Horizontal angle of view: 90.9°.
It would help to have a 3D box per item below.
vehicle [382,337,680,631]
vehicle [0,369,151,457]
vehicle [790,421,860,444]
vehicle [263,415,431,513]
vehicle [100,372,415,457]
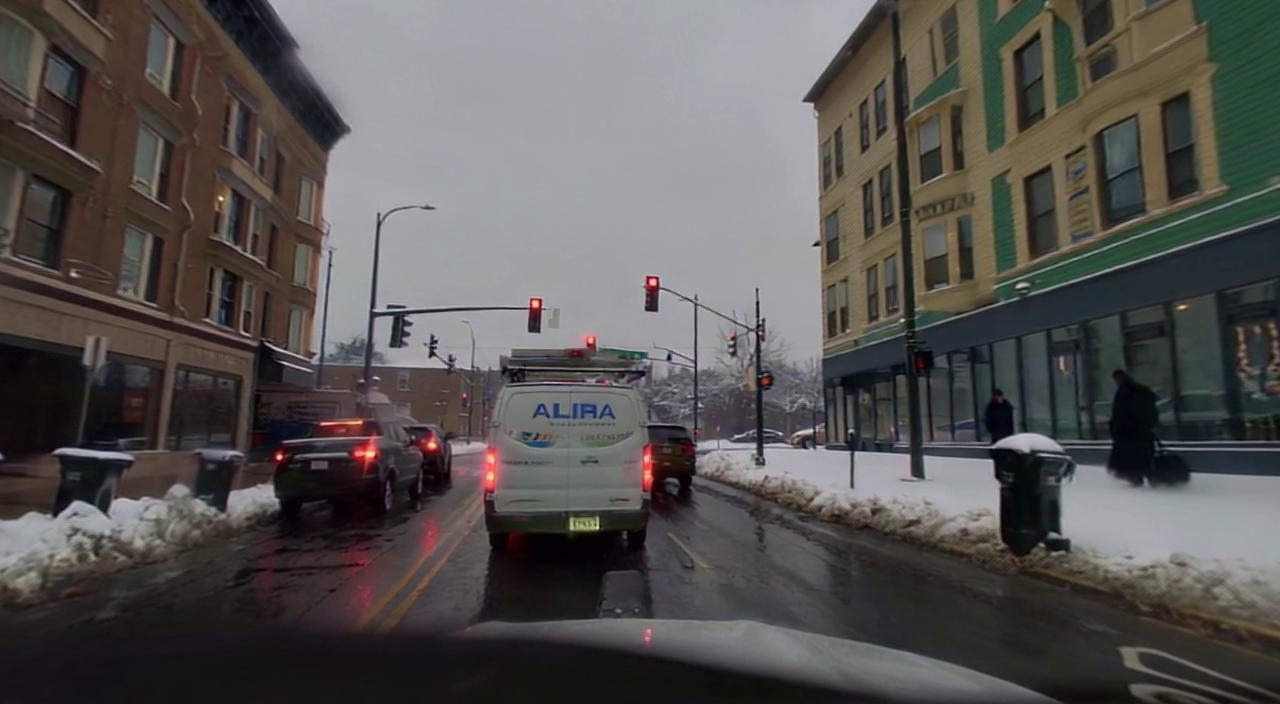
[{"bbox_3d":[-1.015,1.146,6.395,1.951,1.907,4.266,1,-8,-9],"label":"vehicle"},{"bbox_3d":[-24.376,2.375,24.238,8.088,3.213,2.801,2,-8,-11],"label":"vehicle"},{"bbox_3d":[11.887,5.176,40.476,3.885,1.449,1.757,2,-8,-11],"label":"vehicle"},{"bbox_3d":[-5.061,1.945,11.415,1.841,1.461,3.426,1,-8,-9],"label":"vehicle"},{"bbox_3d":[-15.243,2.686,26.206,10.606,3.178,3.014,2,-8,-12],"label":"vehicle"}]
